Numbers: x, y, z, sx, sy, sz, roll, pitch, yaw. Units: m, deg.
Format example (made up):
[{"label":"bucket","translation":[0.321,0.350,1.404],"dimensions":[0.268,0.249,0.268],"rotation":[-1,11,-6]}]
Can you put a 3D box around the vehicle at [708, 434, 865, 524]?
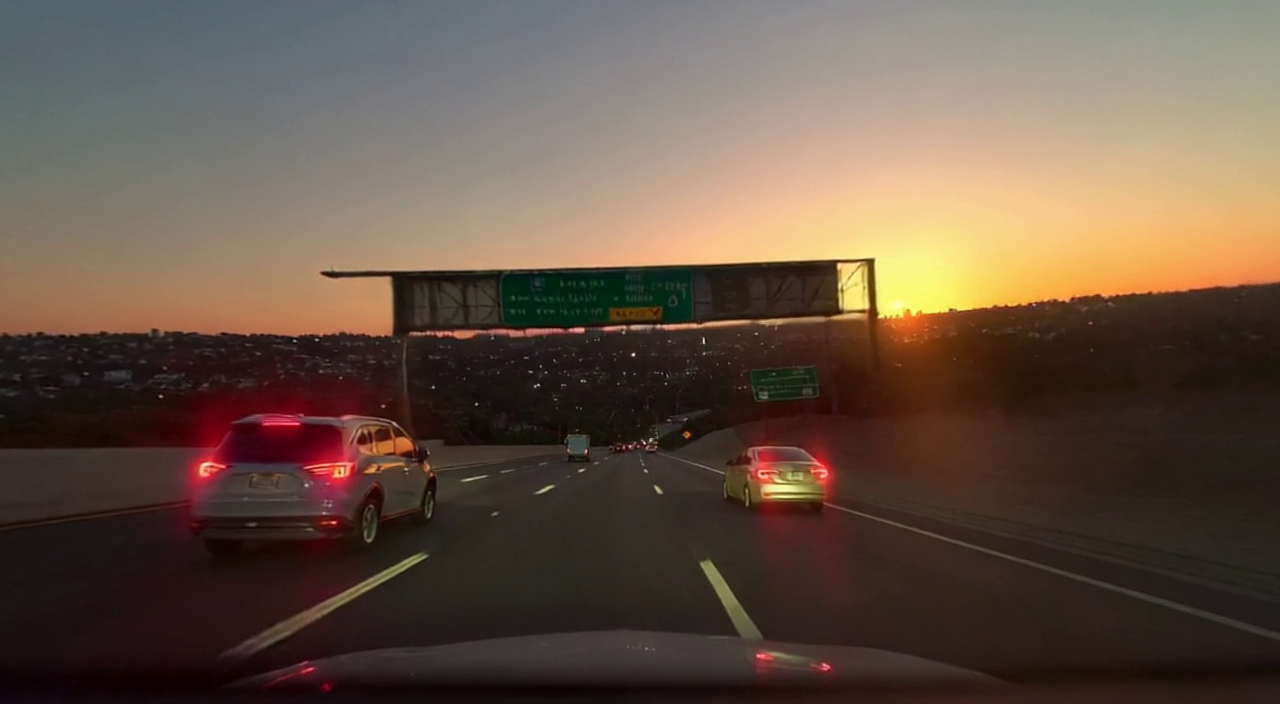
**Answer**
[{"label":"vehicle","translation":[2.794,2.568,13.328],"dimensions":[2.047,1.532,4.884],"rotation":[1,-9,-1]}]

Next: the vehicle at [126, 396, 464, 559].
[{"label":"vehicle","translation":[-4.773,1.876,10.125],"dimensions":[2.285,1.853,5.564],"rotation":[0,-9,0]}]
